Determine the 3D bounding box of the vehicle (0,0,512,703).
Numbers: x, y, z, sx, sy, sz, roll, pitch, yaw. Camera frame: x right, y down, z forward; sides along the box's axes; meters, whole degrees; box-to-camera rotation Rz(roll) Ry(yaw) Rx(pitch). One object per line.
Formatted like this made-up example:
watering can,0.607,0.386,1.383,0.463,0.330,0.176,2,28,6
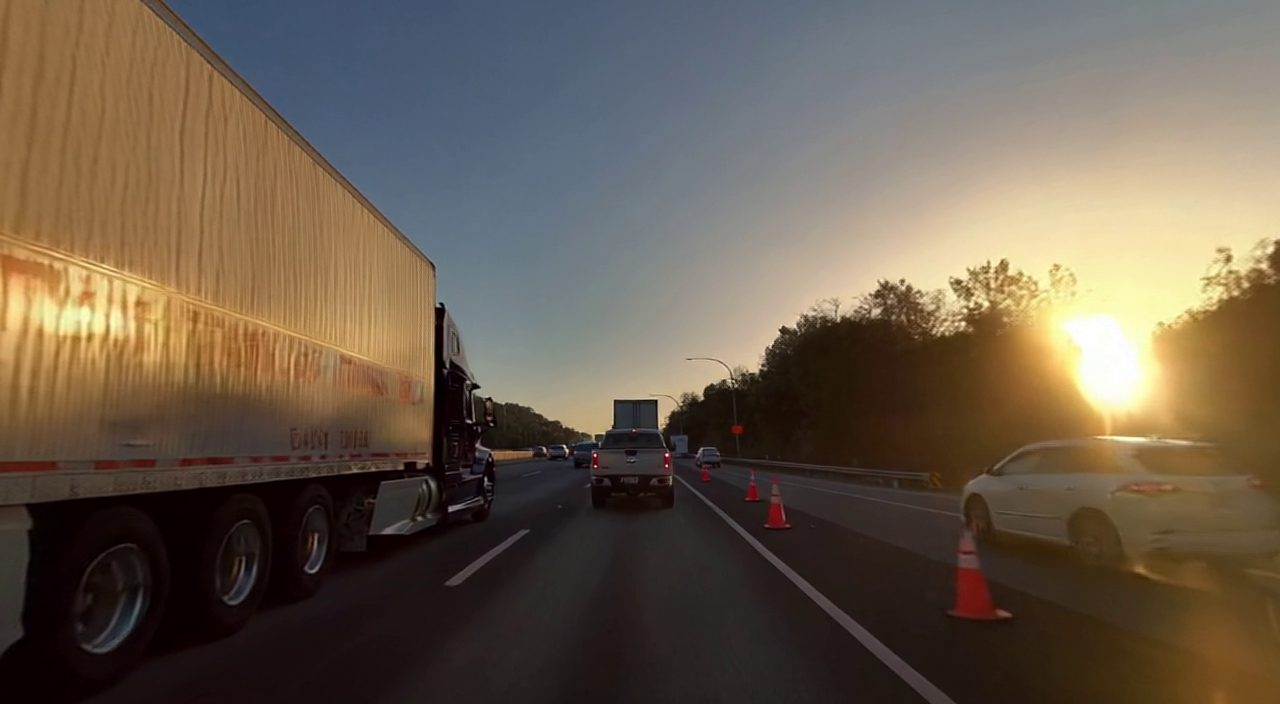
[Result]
vehicle,-3.796,0.418,7.032,2.990,3.885,8.243,0,-9,0

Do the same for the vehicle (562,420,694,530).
vehicle,-0.236,2.314,12.373,2.152,1.779,3.924,0,-9,-1

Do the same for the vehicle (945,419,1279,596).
vehicle,5.739,1.722,7.784,1.937,1.601,3.798,0,-9,-1

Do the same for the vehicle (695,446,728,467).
vehicle,5.338,7.866,47.474,1.918,1.479,4.571,0,-9,-1
